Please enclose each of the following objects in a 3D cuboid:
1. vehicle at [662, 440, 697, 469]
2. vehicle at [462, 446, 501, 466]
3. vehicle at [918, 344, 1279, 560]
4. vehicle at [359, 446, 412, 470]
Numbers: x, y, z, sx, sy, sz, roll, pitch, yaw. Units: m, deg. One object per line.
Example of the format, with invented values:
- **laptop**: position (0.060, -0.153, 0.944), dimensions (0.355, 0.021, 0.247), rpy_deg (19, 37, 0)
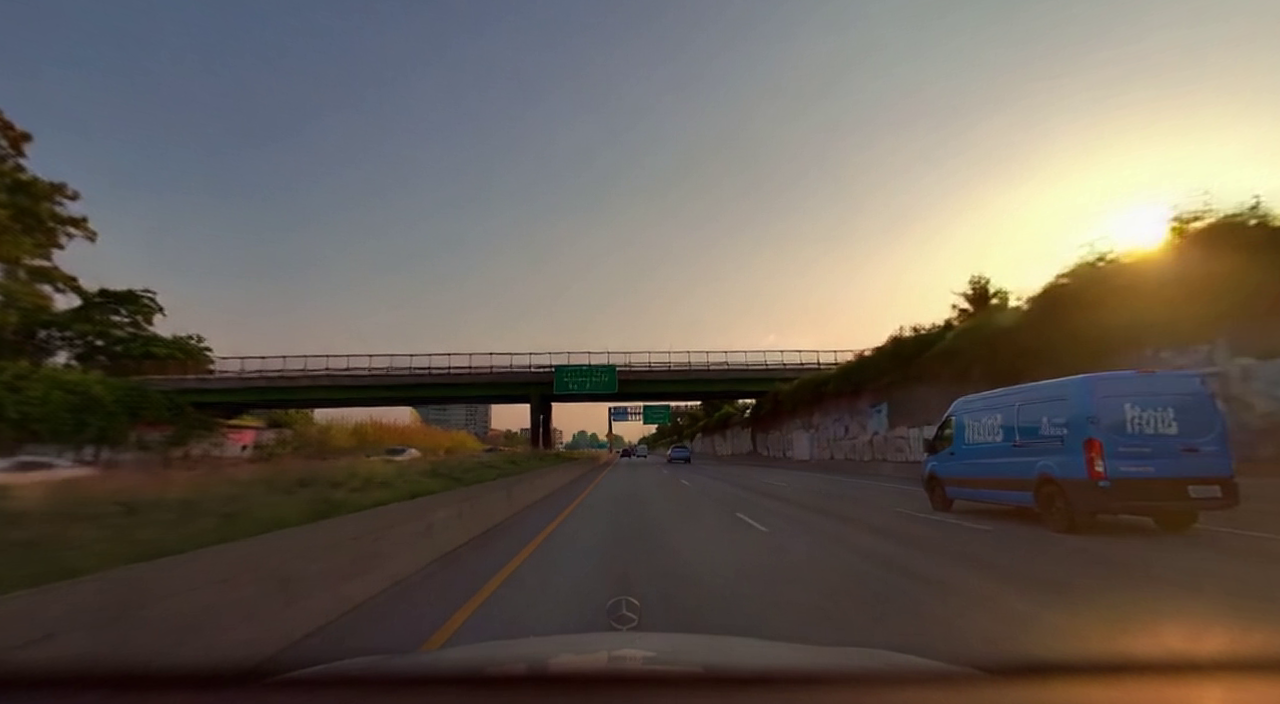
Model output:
- **vehicle**: position (2.830, 7.508, 46.226), dimensions (2.007, 1.943, 5.010), rpy_deg (0, -9, -2)
- **vehicle**: position (-12.555, 8.248, 49.987), dimensions (2.003, 1.496, 4.559), rpy_deg (0, -9, -1)
- **vehicle**: position (7.235, 1.626, 10.602), dimensions (2.283, 2.631, 5.719), rpy_deg (0, -9, -1)
- **vehicle**: position (-16.433, 6.863, 40.814), dimensions (1.815, 1.465, 4.003), rpy_deg (0, -9, -1)
